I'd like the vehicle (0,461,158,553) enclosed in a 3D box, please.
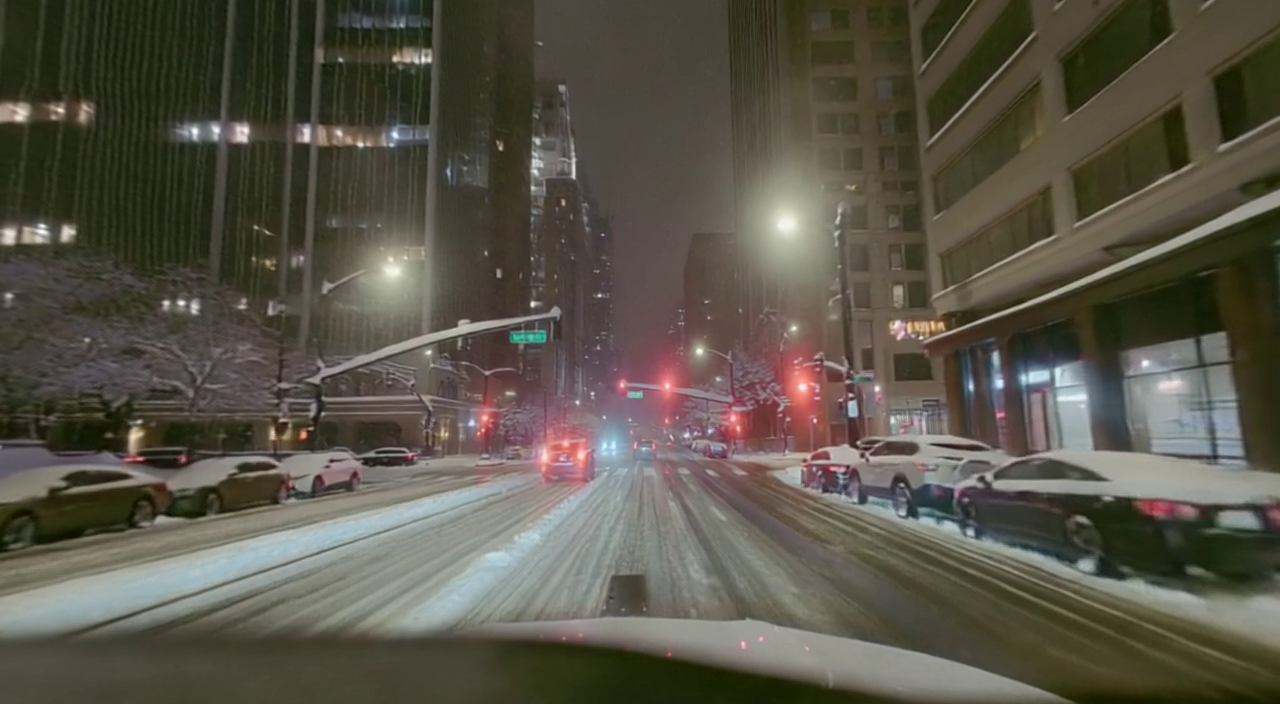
[{"bbox_3d":[-12.244,3.053,12.732,1.845,1.493,4.107,-2,-8,-2],"label":"vehicle"}]

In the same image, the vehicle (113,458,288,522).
[{"bbox_3d":[-12.204,3.810,17.965,1.808,1.475,4.550,0,-8,-2],"label":"vehicle"}]

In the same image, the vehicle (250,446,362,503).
[{"bbox_3d":[-12.132,4.416,23.245,1.890,1.781,4.331,-3,-8,-2],"label":"vehicle"}]

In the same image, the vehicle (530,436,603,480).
[{"bbox_3d":[-2.610,3.940,23.674,2.014,1.480,4.780,0,-8,2],"label":"vehicle"}]

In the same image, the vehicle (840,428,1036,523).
[{"bbox_3d":[6.083,2.562,13.697,1.918,1.674,4.779,0,-8,0],"label":"vehicle"}]

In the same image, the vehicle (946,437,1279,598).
[{"bbox_3d":[5.893,1.864,8.103,1.760,1.471,4.453,0,-8,1],"label":"vehicle"}]
